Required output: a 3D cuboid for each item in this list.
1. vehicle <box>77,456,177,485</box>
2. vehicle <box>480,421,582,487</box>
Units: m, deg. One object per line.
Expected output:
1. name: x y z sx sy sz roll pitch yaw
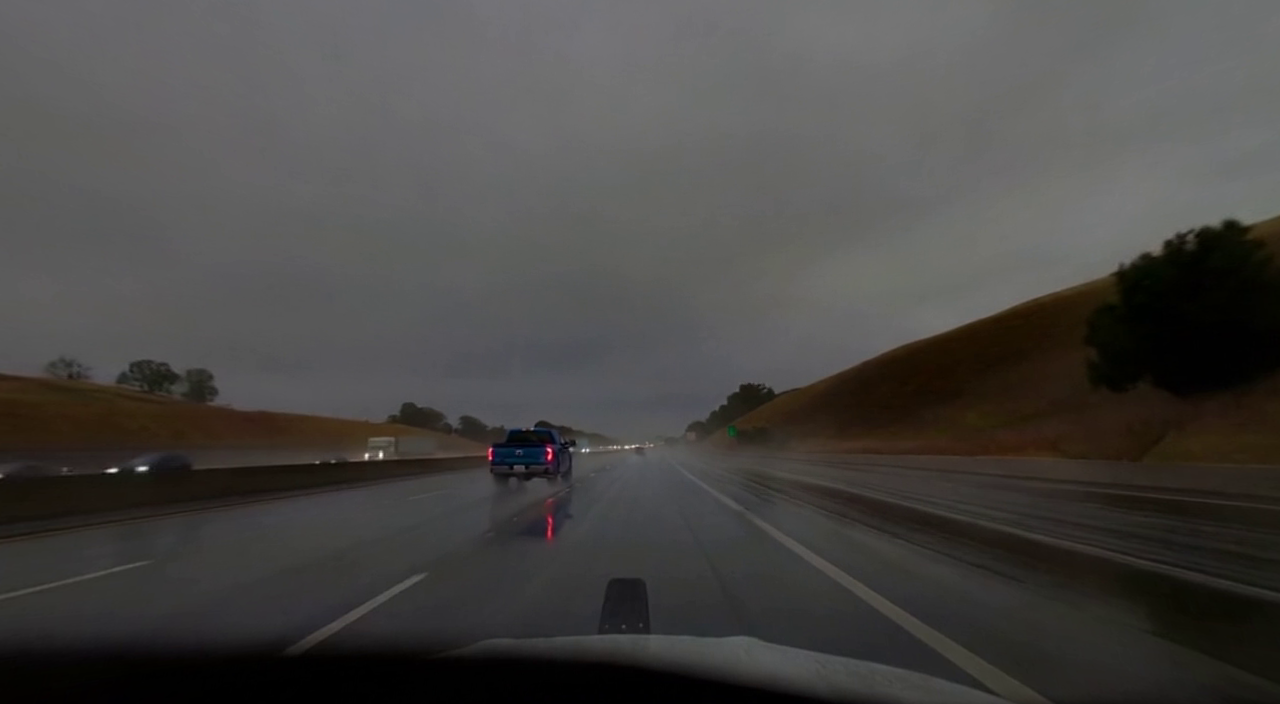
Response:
1. vehicle: -28.724 6.619 35.497 1.785 1.477 4.527 0 -8 0
2. vehicle: -3.764 3.692 23.160 2.601 2.084 6.068 0 -8 0
